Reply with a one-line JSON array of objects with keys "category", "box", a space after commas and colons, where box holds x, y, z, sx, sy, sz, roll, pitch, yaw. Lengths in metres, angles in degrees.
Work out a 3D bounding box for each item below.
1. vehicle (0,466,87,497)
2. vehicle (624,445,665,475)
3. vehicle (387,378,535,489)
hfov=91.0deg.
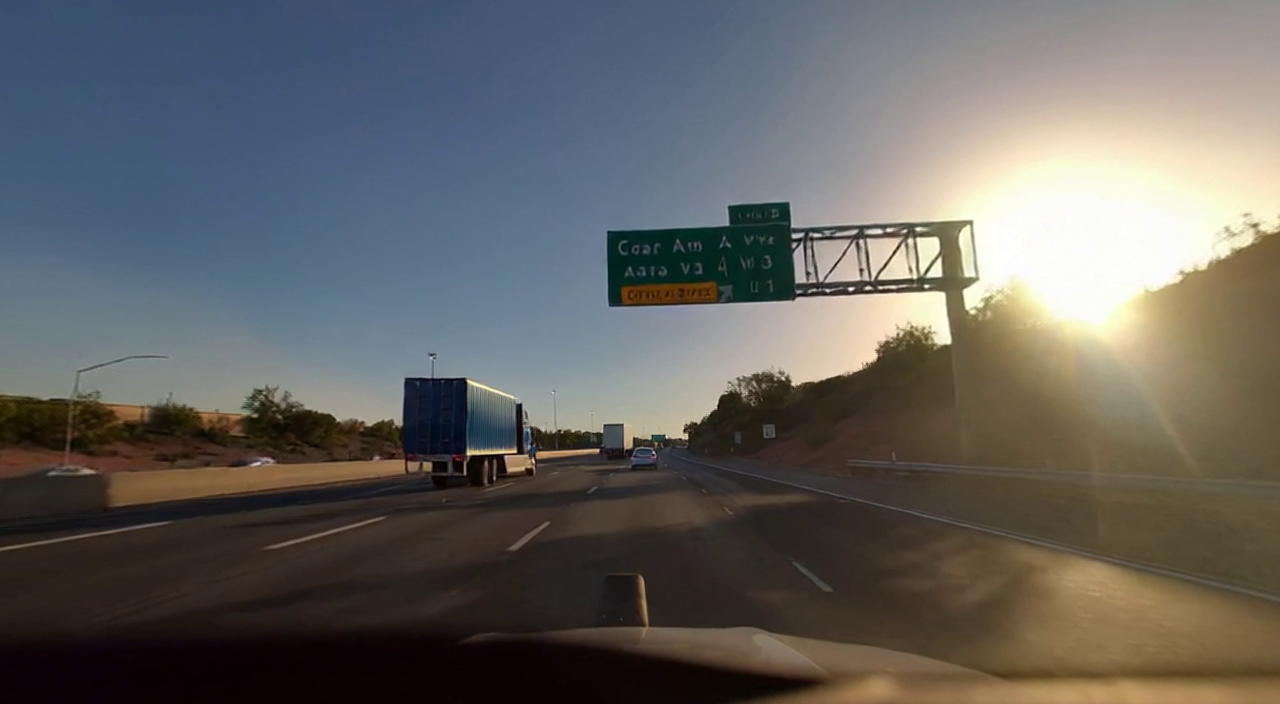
[{"category": "vehicle", "box": [-34.514, 7.306, 35.740, 1.808, 1.504, 4.837, 0, -9, 1]}, {"category": "vehicle", "box": [0.209, 5.734, 33.729, 2.066, 1.469, 4.050, 0, -9, -1]}, {"category": "vehicle", "box": [-7.127, 3.665, 27.471, 3.067, 3.804, 11.136, 0, -9, 1]}]
